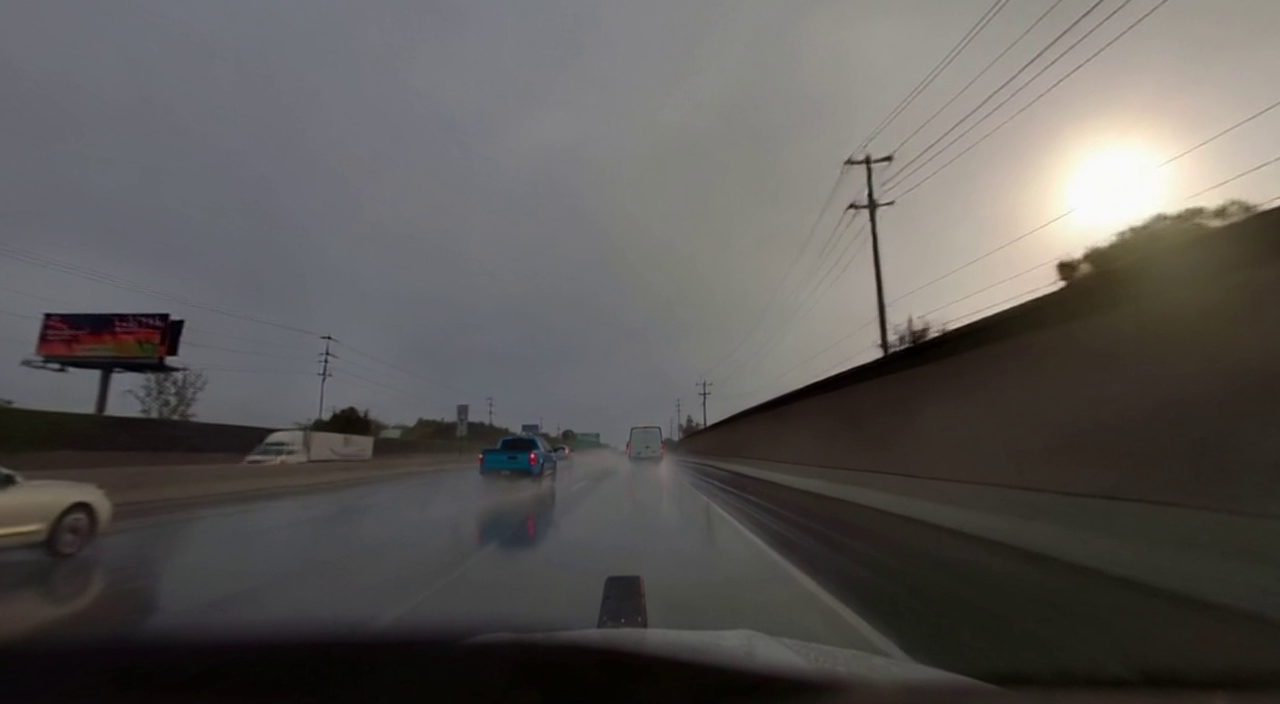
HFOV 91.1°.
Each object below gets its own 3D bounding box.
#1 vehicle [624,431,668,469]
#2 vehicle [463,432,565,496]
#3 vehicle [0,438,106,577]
[{"bbox_3d":[0.360,6.498,41.724,2.692,2.279,5.695,0,-8,0],"label":"vehicle"},{"bbox_3d":[-3.778,3.459,19.813,2.145,1.730,4.729,0,-8,1],"label":"vehicle"},{"bbox_3d":[-7.890,1.530,5.737,1.941,1.475,4.597,0,-8,0],"label":"vehicle"}]
